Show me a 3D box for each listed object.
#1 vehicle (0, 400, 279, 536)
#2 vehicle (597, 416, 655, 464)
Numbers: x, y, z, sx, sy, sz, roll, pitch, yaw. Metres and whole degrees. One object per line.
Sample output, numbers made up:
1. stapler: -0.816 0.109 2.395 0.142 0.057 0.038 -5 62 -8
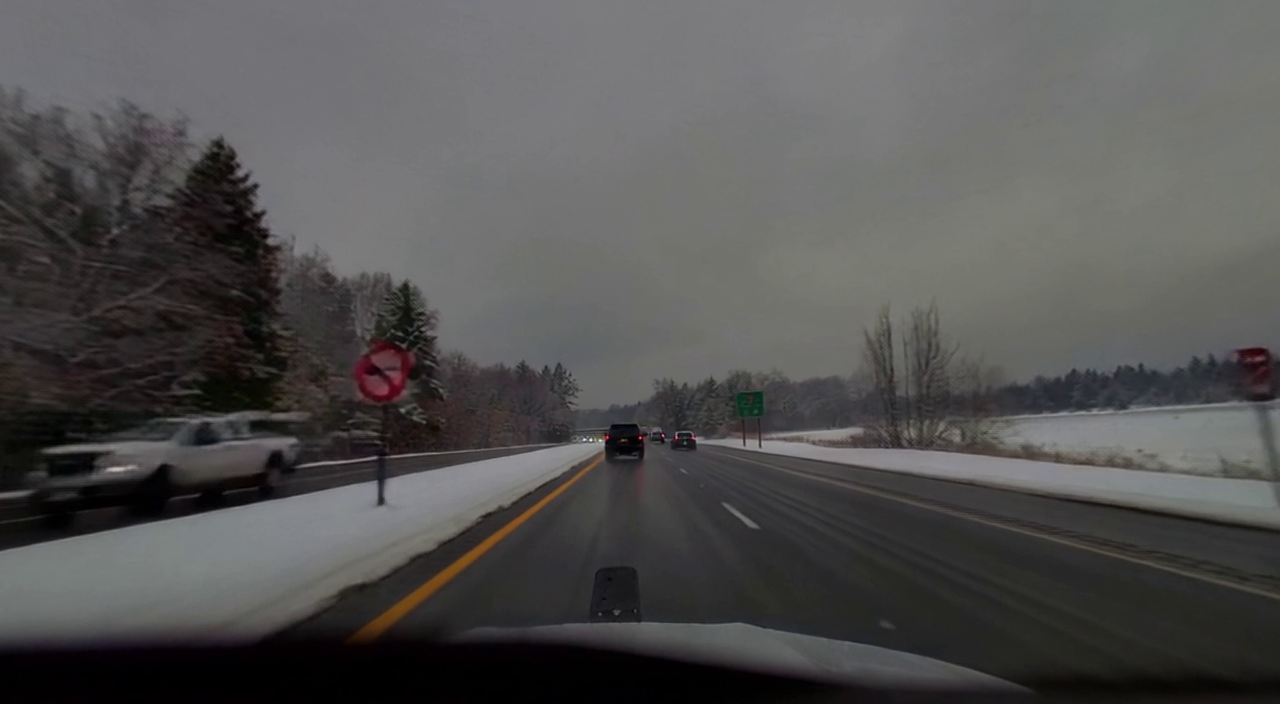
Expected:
1. vehicle: -9.118 1.974 11.465 2.120 1.905 5.052 0 -8 -1
2. vehicle: -0.659 4.124 29.504 2.503 2.044 4.633 0 -8 -1
